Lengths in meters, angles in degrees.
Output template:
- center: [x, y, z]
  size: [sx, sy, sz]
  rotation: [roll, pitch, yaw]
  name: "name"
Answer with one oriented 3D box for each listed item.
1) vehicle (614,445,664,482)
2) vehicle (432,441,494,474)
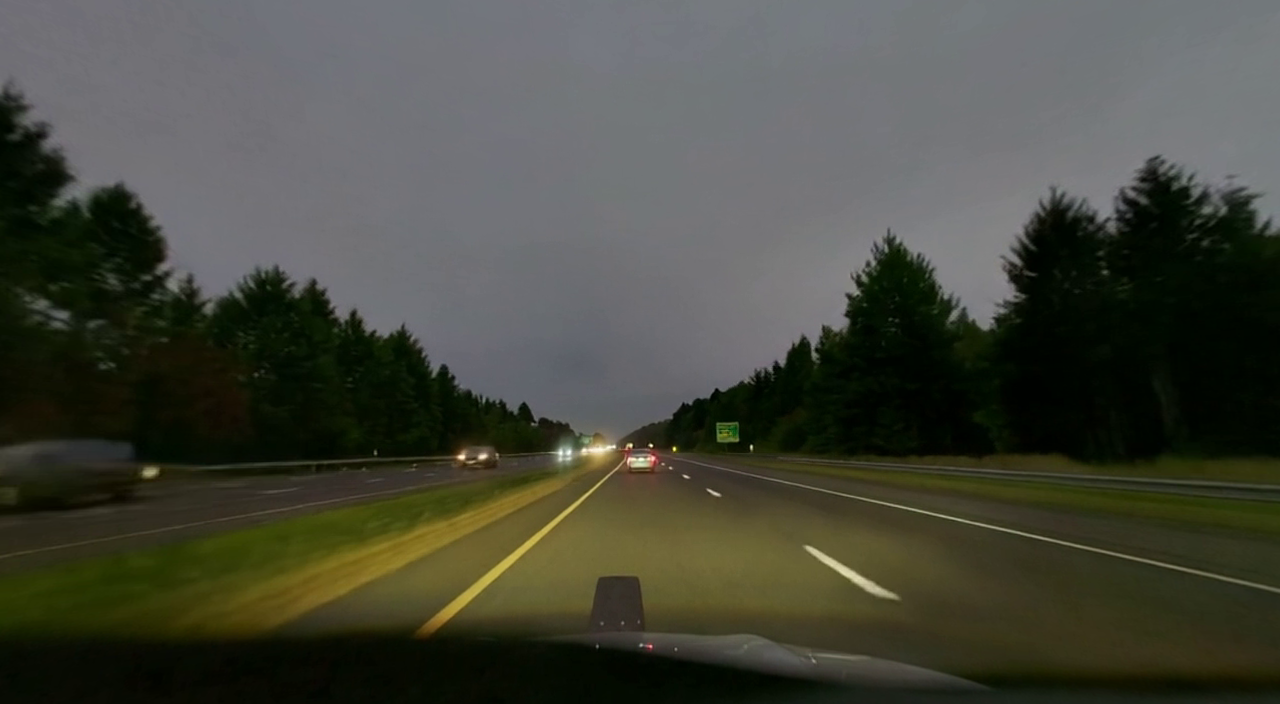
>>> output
- center: [-0.063, 4.982, 28.448]
  size: [2.114, 1.523, 4.012]
  rotation: [0, -9, -1]
  name: "vehicle"
- center: [-9.301, 5.588, 33.538]
  size: [2.026, 1.640, 4.267]
  rotation: [0, -9, 1]
  name: "vehicle"
